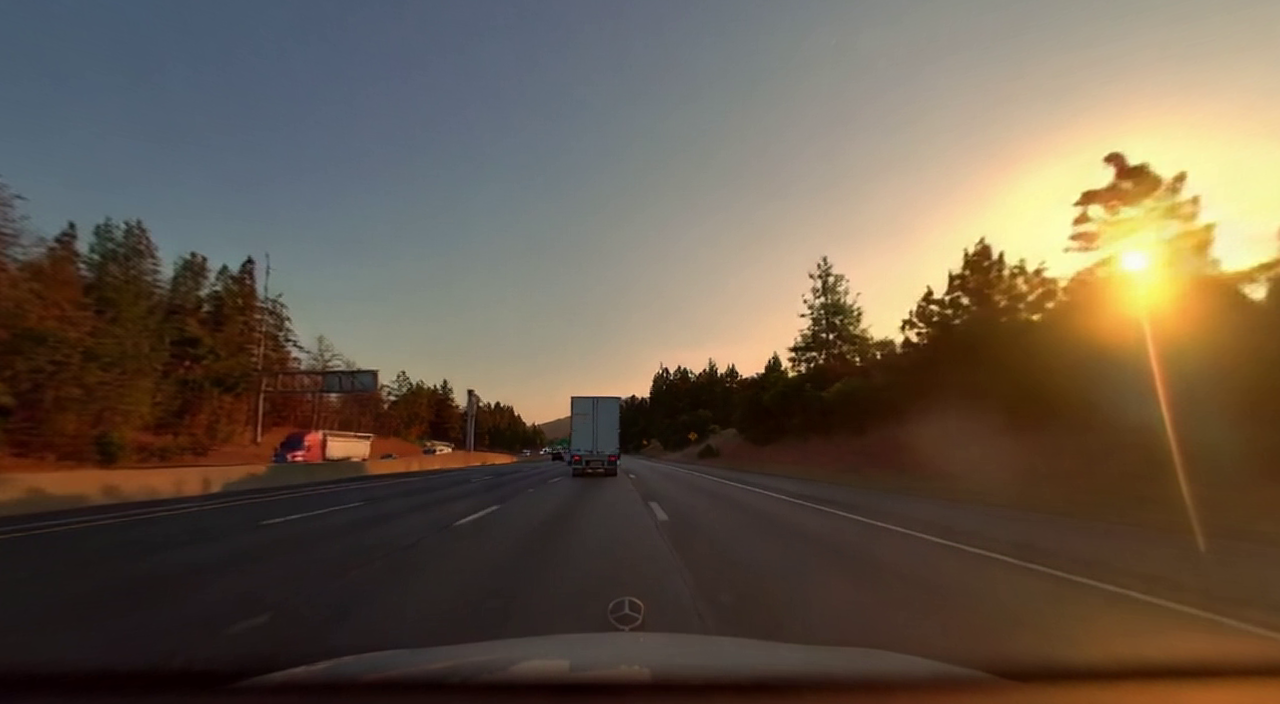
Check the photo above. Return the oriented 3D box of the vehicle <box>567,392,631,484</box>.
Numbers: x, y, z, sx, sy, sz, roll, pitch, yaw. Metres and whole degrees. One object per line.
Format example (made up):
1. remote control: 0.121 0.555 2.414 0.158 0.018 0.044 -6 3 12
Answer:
1. vehicle: -2.155 4.798 34.338 2.875 4.056 12.312 0 -9 -3
